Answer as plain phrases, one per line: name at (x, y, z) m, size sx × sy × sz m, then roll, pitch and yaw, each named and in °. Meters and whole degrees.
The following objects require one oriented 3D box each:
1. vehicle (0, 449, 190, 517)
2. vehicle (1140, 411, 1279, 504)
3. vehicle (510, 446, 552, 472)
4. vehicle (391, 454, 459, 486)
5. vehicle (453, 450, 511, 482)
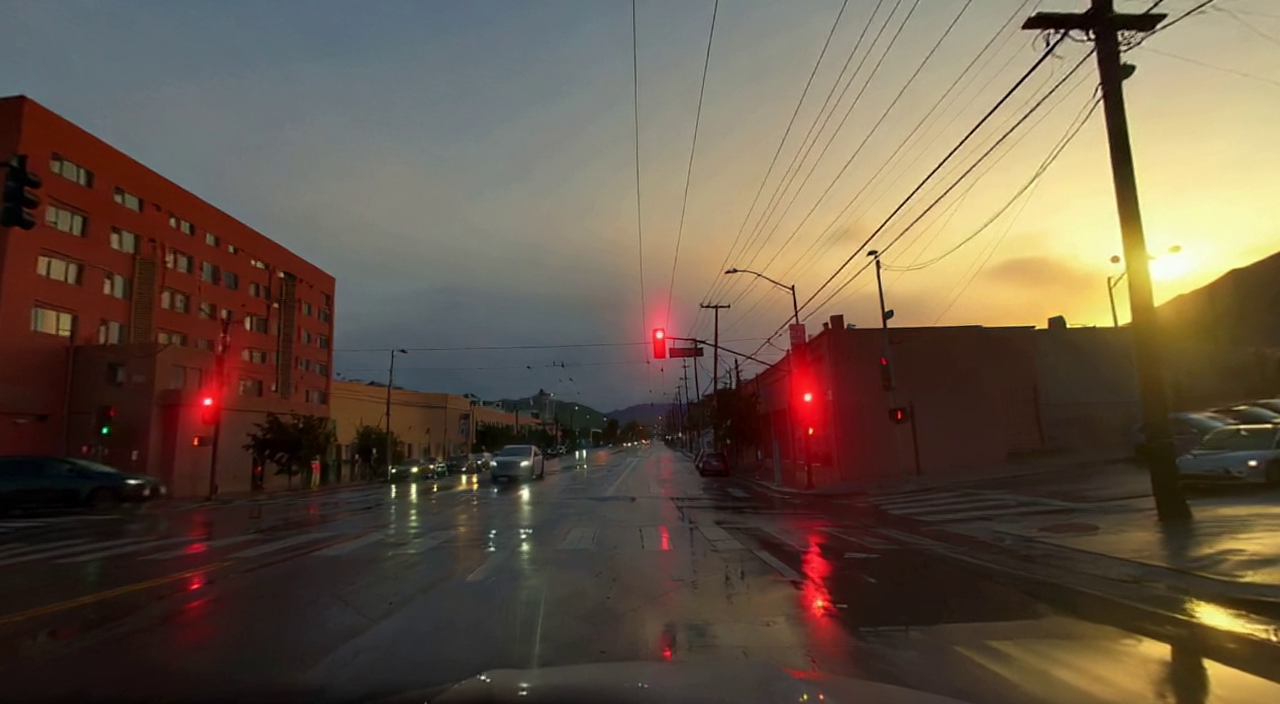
vehicle at (-15.141, 3.432, 16.787) m, size 4.525 × 1.650 × 2.120 m, roll 2°, pitch -9°, yaw -11°
vehicle at (12.682, 2.130, 12.839) m, size 3.234 × 1.746 × 1.941 m, roll 0°, pitch -9°, yaw 1°
vehicle at (-8.177, 8.011, 47.566) m, size 2.096 × 1.830 × 4.752 m, roll 0°, pitch -9°, yaw 2°
vehicle at (-12.053, 6.610, 35.606) m, size 1.943 × 1.574 × 4.727 m, roll 0°, pitch -9°, yaw 3°
vehicle at (-8.739, 6.309, 35.187) m, size 2.020 × 1.672 × 3.842 m, roll 0°, pitch -9°, yaw 3°
